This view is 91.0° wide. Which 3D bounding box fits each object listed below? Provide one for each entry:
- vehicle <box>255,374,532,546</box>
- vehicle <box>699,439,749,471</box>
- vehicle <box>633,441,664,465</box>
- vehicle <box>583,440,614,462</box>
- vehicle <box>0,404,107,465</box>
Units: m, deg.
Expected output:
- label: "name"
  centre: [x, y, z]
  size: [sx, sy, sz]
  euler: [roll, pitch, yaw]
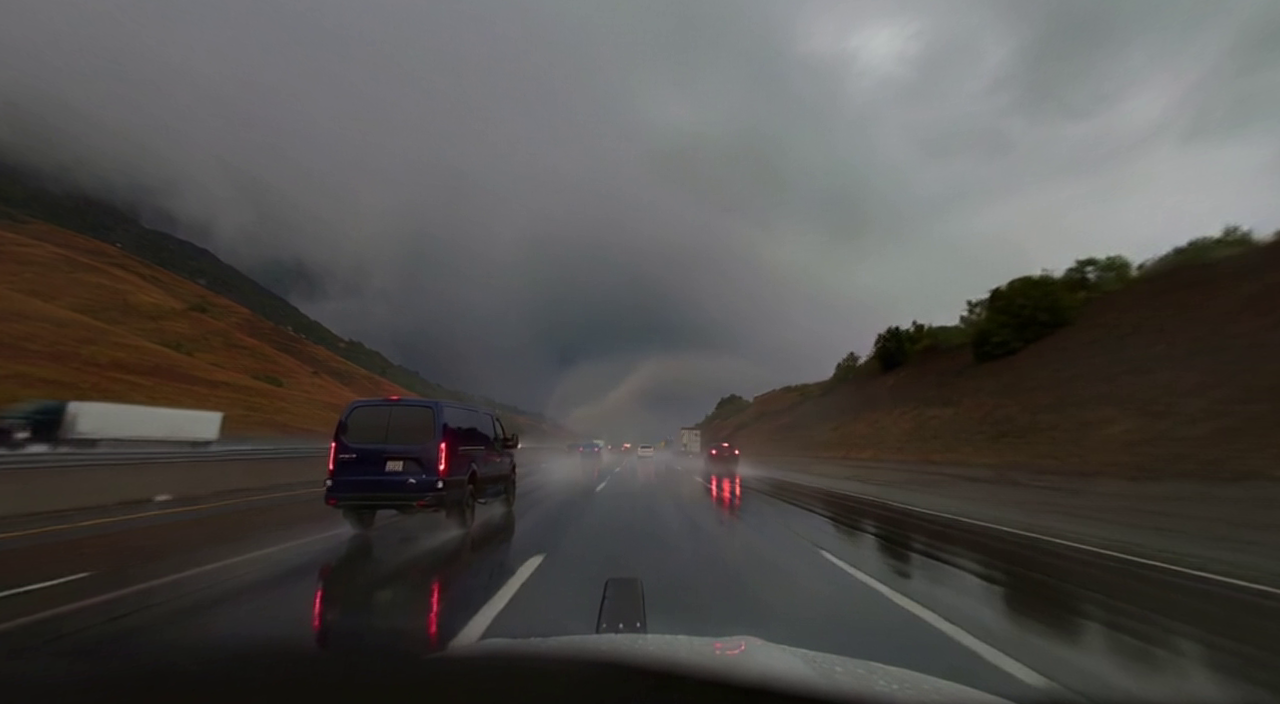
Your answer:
- label: "vehicle"
  centre: [-3.659, 1.815, 11.013]
  size: [2.421, 2.203, 5.775]
  euler: [0, -9, 1]
- label: "vehicle"
  centre: [4.503, 5.609, 34.409]
  size: [2.051, 1.598, 4.145]
  euler: [0, -9, -1]
- label: "vehicle"
  centre: [0.560, 6.785, 42.437]
  size: [2.014, 1.543, 3.804]
  euler: [0, -9, 0]
- label: "vehicle"
  centre: [-3.154, 7.615, 48.577]
  size: [2.138, 1.581, 4.340]
  euler: [0, -9, 0]
- label: "vehicle"
  centre: [-42.461, 5.678, 42.792]
  size: [3.278, 3.863, 10.251]
  euler: [0, -9, 1]
